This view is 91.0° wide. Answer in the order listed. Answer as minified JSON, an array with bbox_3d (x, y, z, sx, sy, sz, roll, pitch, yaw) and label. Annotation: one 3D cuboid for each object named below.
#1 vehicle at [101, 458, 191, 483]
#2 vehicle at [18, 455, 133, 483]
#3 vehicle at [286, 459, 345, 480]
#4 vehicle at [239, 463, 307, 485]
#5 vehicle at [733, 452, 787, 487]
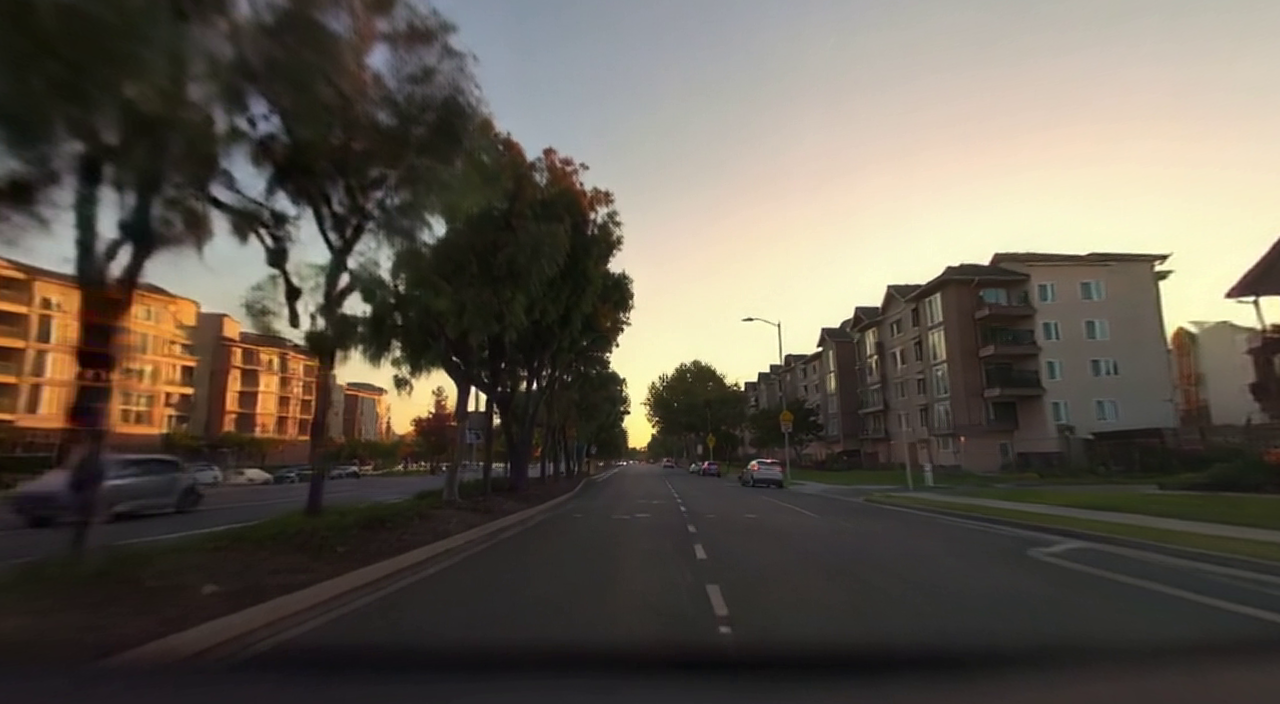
[{"bbox_3d":[-32.539,7.782,41.520,1.836,1.533,4.324,-9,-13,43],"label":"vehicle"},{"bbox_3d":[-33.280,6.863,37.207,2.023,1.567,4.818,-9,-13,44],"label":"vehicle"},{"bbox_3d":[-25.645,9.316,49.976,1.939,1.514,4.793,0,-9,3],"label":"vehicle"},{"bbox_3d":[-25.856,8.582,44.512,1.931,1.427,4.578,0,-9,1],"label":"vehicle"},{"bbox_3d":[7.006,6.901,37.342,2.241,1.877,4.810,0,-9,0],"label":"vehicle"}]
